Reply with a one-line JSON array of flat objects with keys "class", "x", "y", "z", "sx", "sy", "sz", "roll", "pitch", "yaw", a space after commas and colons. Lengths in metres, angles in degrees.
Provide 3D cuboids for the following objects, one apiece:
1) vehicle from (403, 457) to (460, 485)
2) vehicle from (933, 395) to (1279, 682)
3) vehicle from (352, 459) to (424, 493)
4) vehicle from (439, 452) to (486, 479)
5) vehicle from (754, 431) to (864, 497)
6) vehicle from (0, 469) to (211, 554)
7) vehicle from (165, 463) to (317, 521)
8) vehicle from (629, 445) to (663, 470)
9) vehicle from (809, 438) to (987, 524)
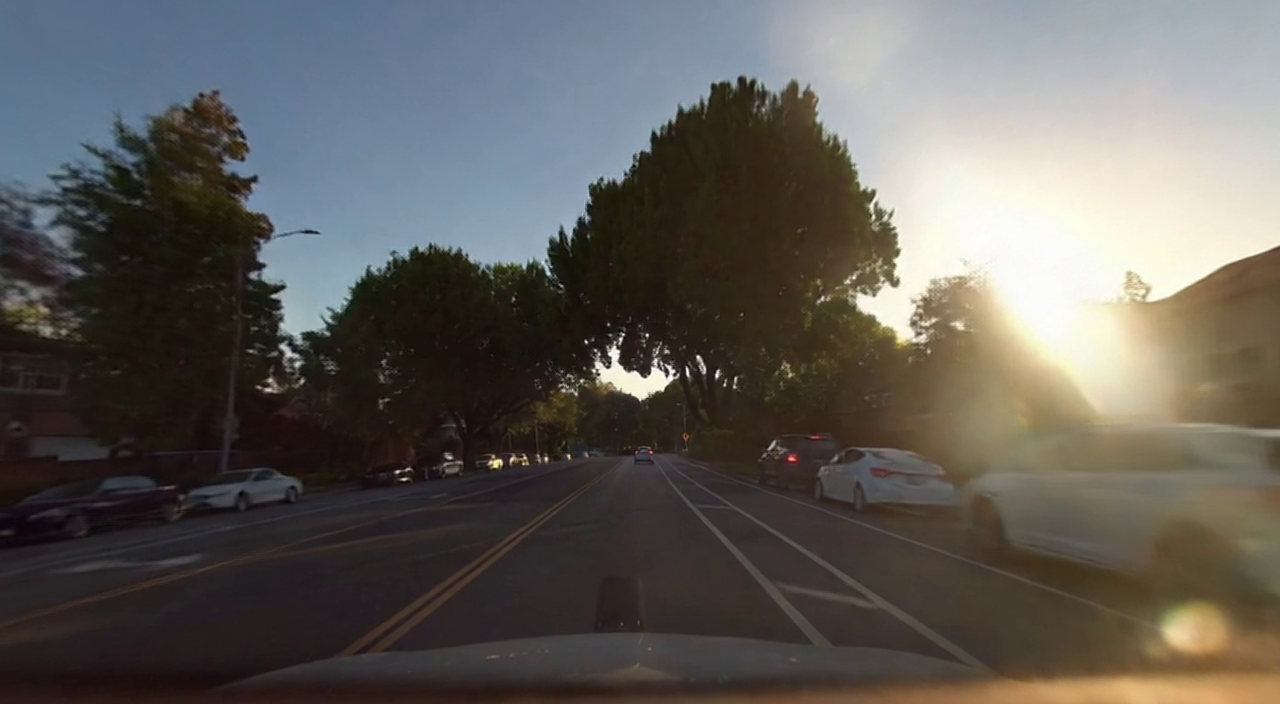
[{"class": "vehicle", "x": -12.299, "y": 7.034, "z": 37.639, "sx": 1.916, "sy": 1.463, "sz": 4.564, "roll": 0, "pitch": -9, "yaw": -1}, {"class": "vehicle", "x": 5.038, "y": 1.413, "z": 5.721, "sx": 2.217, "sy": 1.775, "sz": 4.960, "roll": 0, "pitch": -8, "yaw": -2}, {"class": "vehicle", "x": -12.520, "y": 6.146, "z": 31.702, "sx": 1.877, "sy": 1.505, "sz": 4.125, "roll": 0, "pitch": -9, "yaw": 0}, {"class": "vehicle", "x": -12.163, "y": 7.794, "z": 43.602, "sx": 1.905, "sy": 1.503, "sz": 5.015, "roll": -4, "pitch": -8, "yaw": -1}, {"class": "vehicle", "x": 5.130, "y": 3.486, "z": 20.008, "sx": 2.078, "sy": 1.813, "sz": 4.827, "roll": 0, "pitch": -9, "yaw": -1}, {"class": "vehicle", "x": -12.615, "y": 3.553, "z": 14.672, "sx": 1.969, "sy": 1.490, "sz": 4.675, "roll": 0, "pitch": -9, "yaw": 1}, {"class": "vehicle", "x": -12.359, "y": 4.342, "z": 20.029, "sx": 1.853, "sy": 1.497, "sz": 4.527, "roll": 0, "pitch": -9, "yaw": 0}, {"class": "vehicle", "x": 0.328, "y": 6.614, "z": 39.810, "sx": 2.022, "sy": 1.471, "sz": 3.973, "roll": 0, "pitch": -9, "yaw": -1}, {"class": "vehicle", "x": 5.096, "y": 2.602, "z": 13.280, "sx": 1.839, "sy": 1.478, "sz": 4.459, "roll": 0, "pitch": -9, "yaw": 0}]
